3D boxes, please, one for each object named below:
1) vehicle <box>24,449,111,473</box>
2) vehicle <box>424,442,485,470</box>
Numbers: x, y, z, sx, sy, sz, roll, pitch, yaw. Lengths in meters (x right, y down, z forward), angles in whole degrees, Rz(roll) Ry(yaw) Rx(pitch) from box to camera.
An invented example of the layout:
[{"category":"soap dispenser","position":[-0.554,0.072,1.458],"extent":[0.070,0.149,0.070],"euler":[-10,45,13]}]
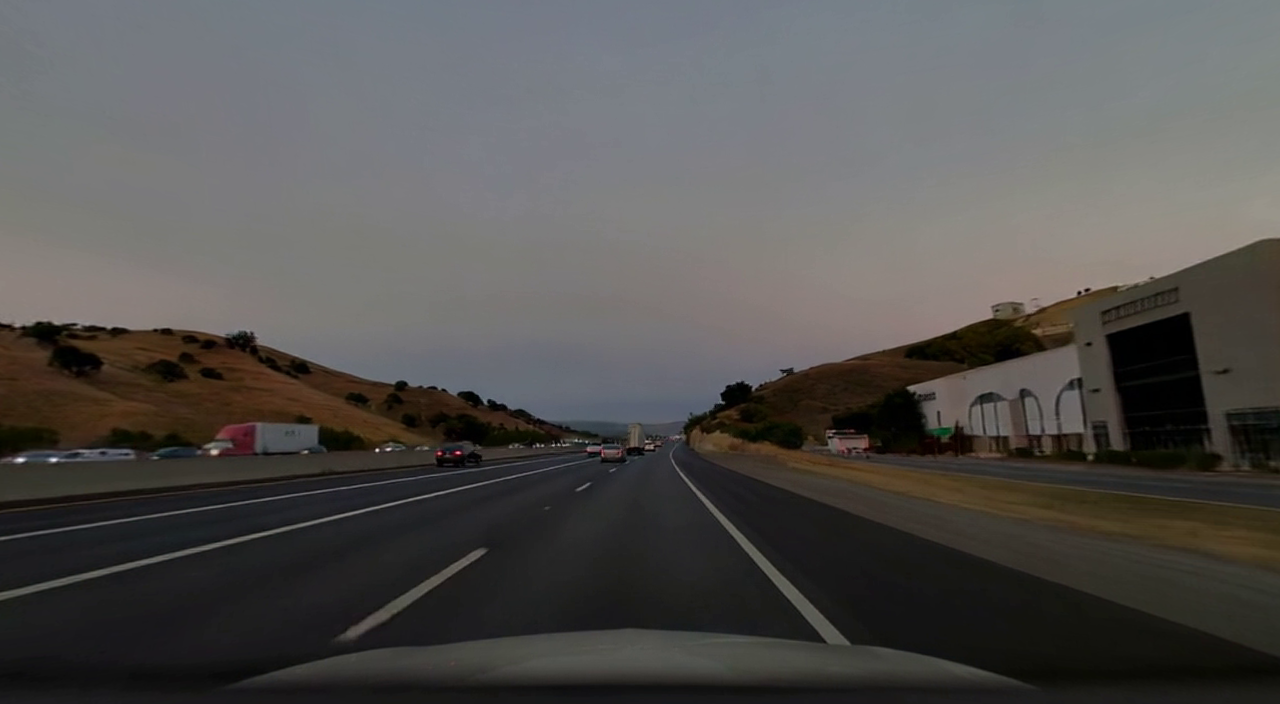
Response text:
[{"category":"vehicle","position":[-37.961,7.203,41.967],"extent":[1.648,1.429,4.280],"euler":[-1,-8,2]},{"category":"vehicle","position":[-10.337,5.805,35.430],"extent":[1.927,1.454,4.395],"euler":[-1,-8,3]}]
